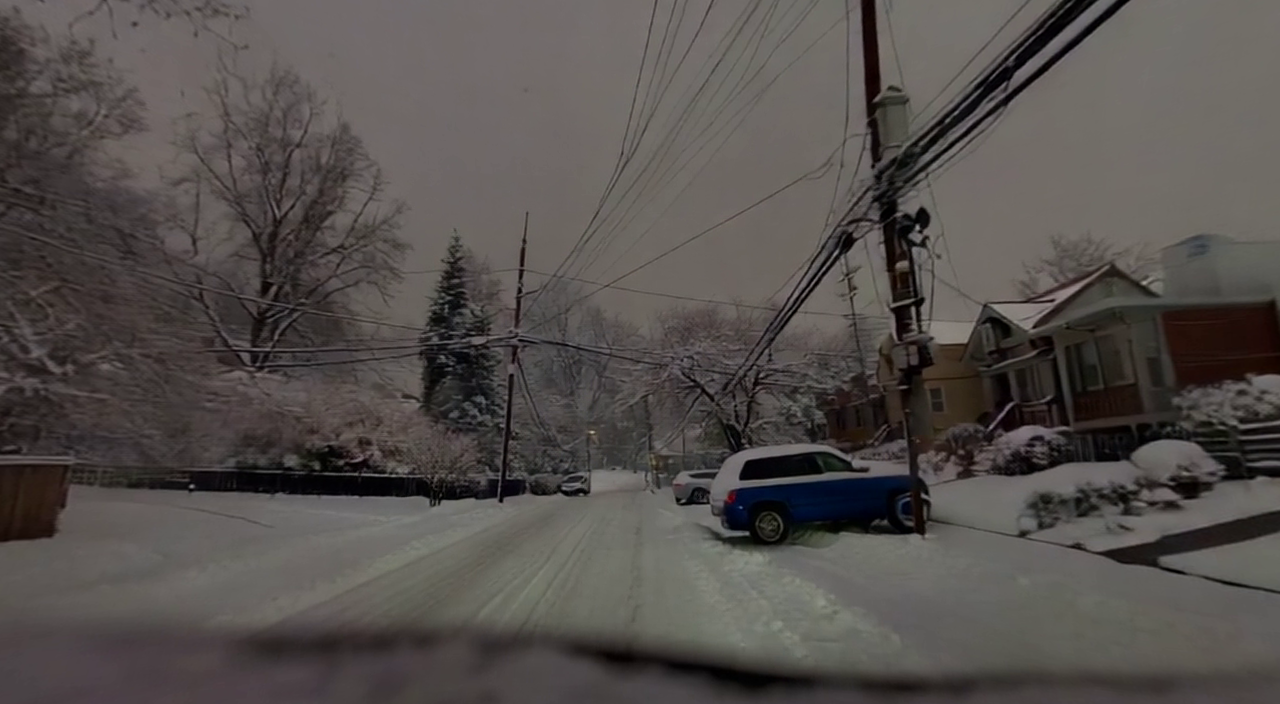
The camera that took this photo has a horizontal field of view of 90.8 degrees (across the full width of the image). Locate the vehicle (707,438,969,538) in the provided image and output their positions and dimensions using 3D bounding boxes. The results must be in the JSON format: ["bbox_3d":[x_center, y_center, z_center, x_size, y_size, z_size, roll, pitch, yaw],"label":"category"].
[{"bbox_3d":[3.678,2.564,12.287,4.413,1.728,1.869,1,-9,-5],"label":"vehicle"}]
